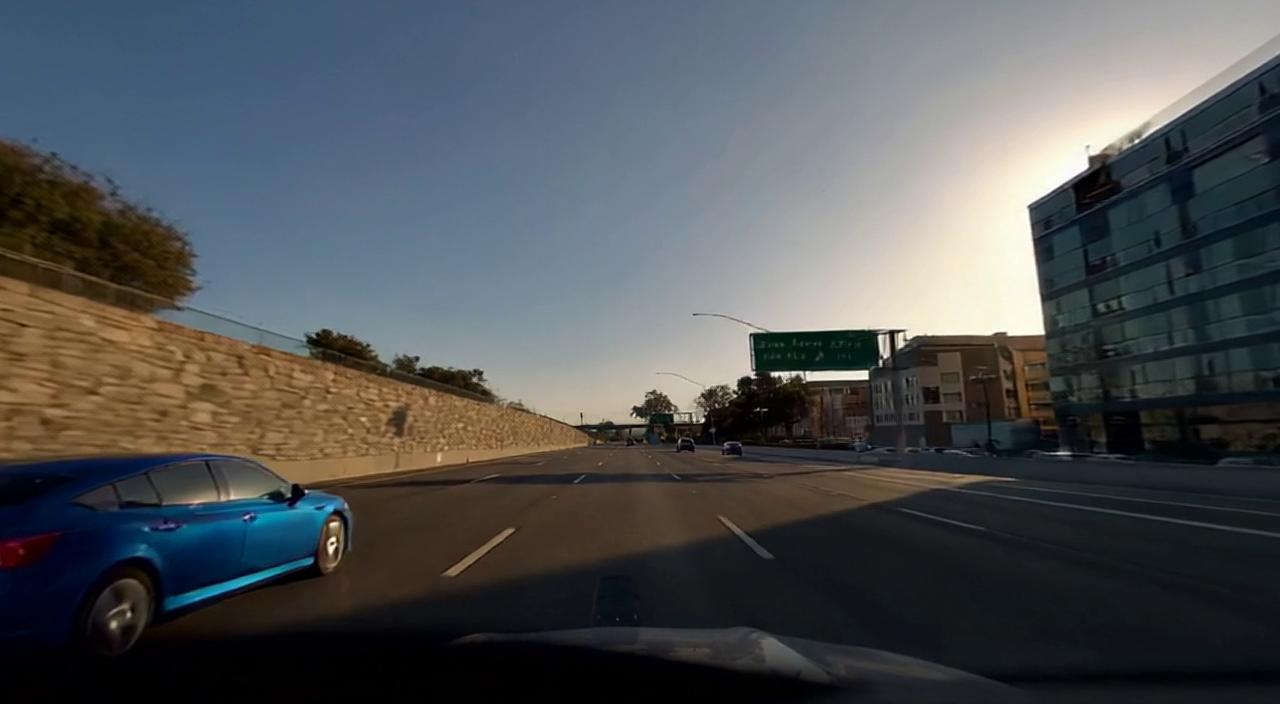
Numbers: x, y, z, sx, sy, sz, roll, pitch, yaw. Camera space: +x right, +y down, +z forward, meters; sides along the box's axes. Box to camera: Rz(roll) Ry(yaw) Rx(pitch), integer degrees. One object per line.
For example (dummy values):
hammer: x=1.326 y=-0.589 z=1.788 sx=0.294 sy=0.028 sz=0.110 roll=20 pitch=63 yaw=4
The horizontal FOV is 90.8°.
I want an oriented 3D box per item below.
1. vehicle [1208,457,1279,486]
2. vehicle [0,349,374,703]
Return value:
vehicle: x=34.912 y=6.623 z=35.136 sx=4.802 sy=1.499 sz=1.848 roll=0 pitch=-8 yaw=0
vehicle: x=-3.840 y=1.066 z=4.451 sx=2.070 sy=1.641 sz=4.315 roll=0 pitch=-8 yaw=-1
